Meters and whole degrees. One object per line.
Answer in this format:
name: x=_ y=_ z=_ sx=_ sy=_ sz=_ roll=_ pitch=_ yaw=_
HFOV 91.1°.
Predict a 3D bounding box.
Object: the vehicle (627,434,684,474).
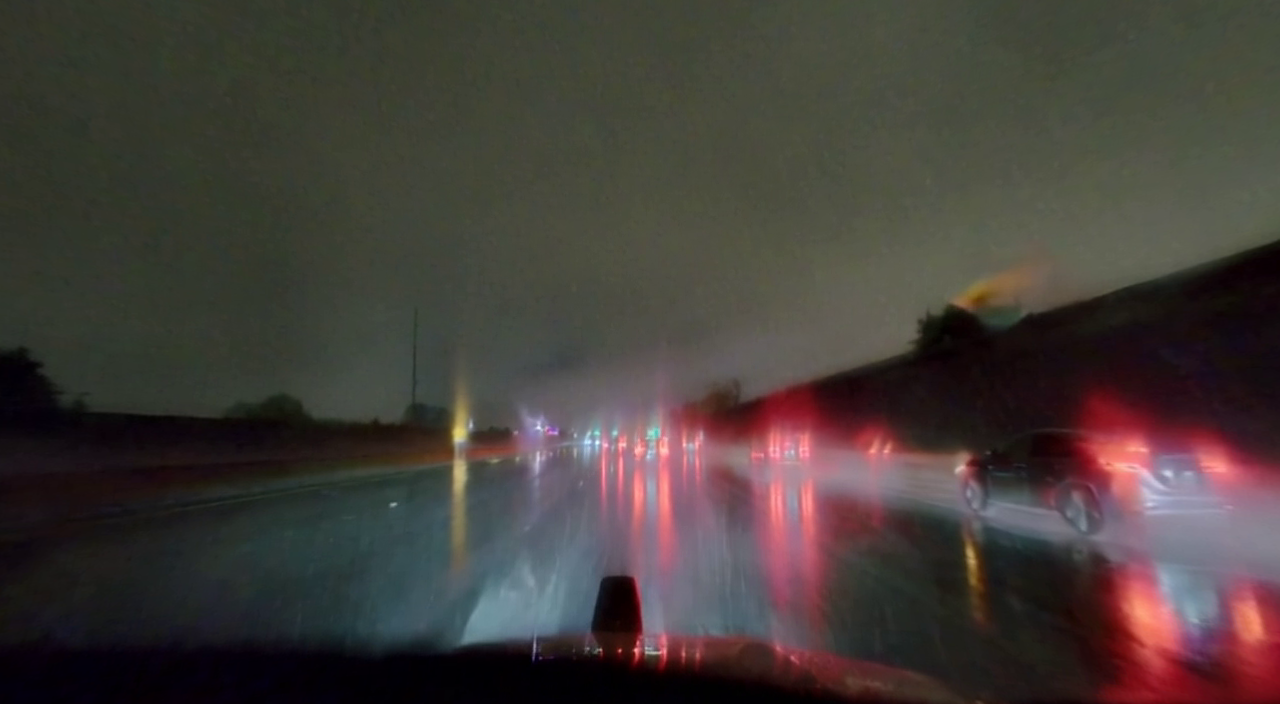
vehicle: x=0.532 y=3.987 z=24.886 sx=2.046 sy=1.467 sz=3.844 roll=0 pitch=-8 yaw=-1
